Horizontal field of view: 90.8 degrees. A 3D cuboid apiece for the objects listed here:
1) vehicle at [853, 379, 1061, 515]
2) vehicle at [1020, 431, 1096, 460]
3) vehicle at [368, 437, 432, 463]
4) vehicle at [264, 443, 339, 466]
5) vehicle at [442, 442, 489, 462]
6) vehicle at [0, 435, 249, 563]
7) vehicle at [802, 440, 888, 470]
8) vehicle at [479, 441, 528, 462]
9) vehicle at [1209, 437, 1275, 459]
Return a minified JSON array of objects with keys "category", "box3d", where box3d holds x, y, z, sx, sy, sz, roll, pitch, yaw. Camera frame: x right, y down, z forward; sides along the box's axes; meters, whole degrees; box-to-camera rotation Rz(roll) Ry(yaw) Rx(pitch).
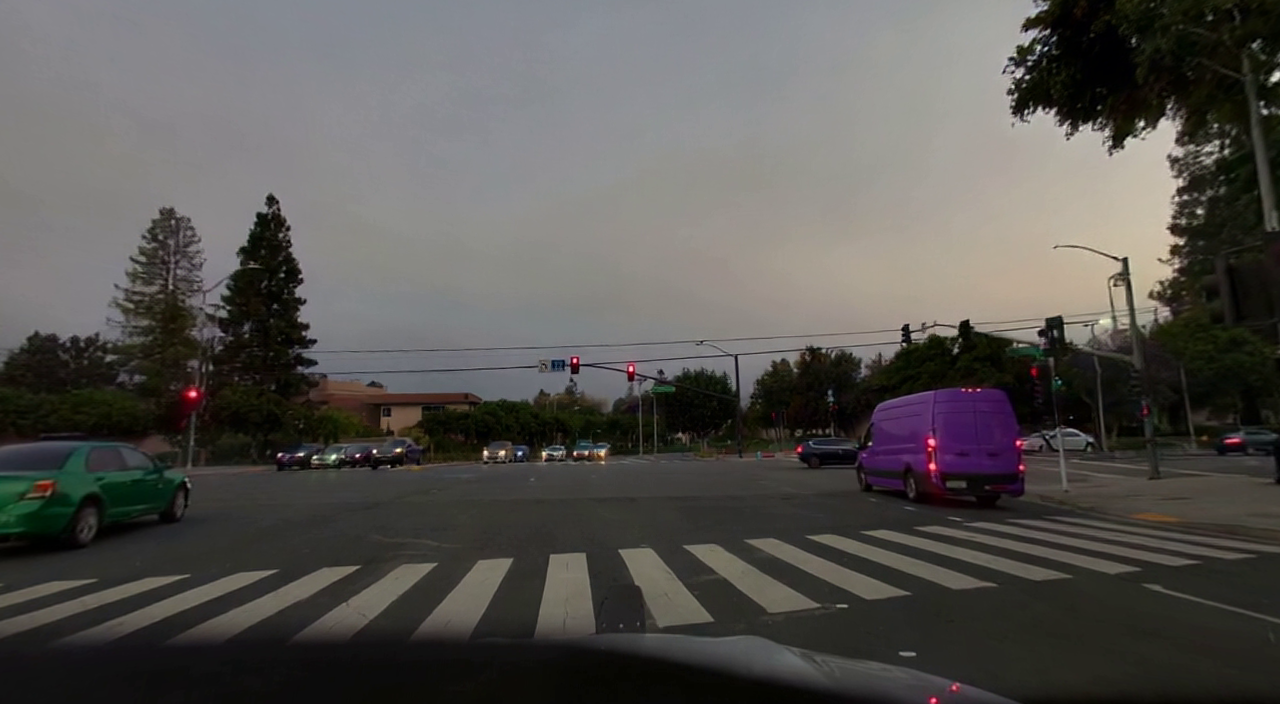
[{"category":"vehicle","box3d":[6.807,2.157,14.505,2.332,2.511,5.326,-1,-9,5]},{"category":"vehicle","box3d":[28.140,6.263,42.504,4.662,1.840,2.055,4,-9,-26]},{"category":"vehicle","box3d":[-17.375,7.151,46.012,2.189,1.753,4.785,-1,-9,8]},{"category":"vehicle","box3d":[-21.832,6.640,40.990,1.859,1.415,4.591,-1,-9,8]},{"category":"vehicle","box3d":[-13.172,7.595,47.863,1.845,1.426,4.289,-1,-9,8]},{"category":"vehicle","box3d":[-7.802,1.941,9.314,1.824,1.414,4.597,2,-8,-10]},{"category":"vehicle","box3d":[10.117,5.137,31.469,3.909,1.409,1.907,-2,-9,14]},{"category":"vehicle","box3d":[-10.145,7.463,47.388,2.097,1.484,4.596,-1,-9,8]},{"category":"vehicle","box3d":[41.770,6.657,43.810,4.413,1.485,1.860,4,-10,-28]}]
